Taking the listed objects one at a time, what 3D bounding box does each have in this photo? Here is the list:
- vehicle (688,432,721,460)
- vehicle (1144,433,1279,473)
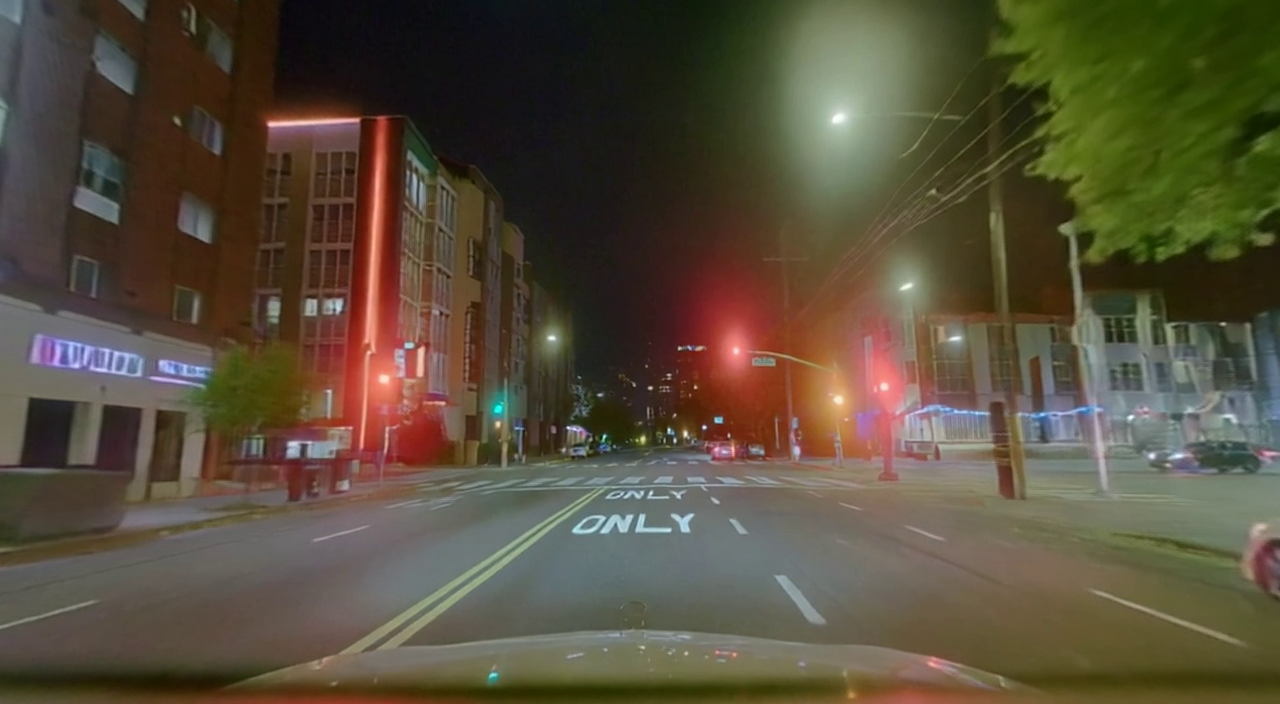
[{"bbox_3d":[4.628,6.869,45.997,1.971,1.919,4.748,0,-8,1],"label":"vehicle"},{"bbox_3d":[26.557,4.668,29.158,4.525,1.769,2.180,0,-8,-1],"label":"vehicle"}]
